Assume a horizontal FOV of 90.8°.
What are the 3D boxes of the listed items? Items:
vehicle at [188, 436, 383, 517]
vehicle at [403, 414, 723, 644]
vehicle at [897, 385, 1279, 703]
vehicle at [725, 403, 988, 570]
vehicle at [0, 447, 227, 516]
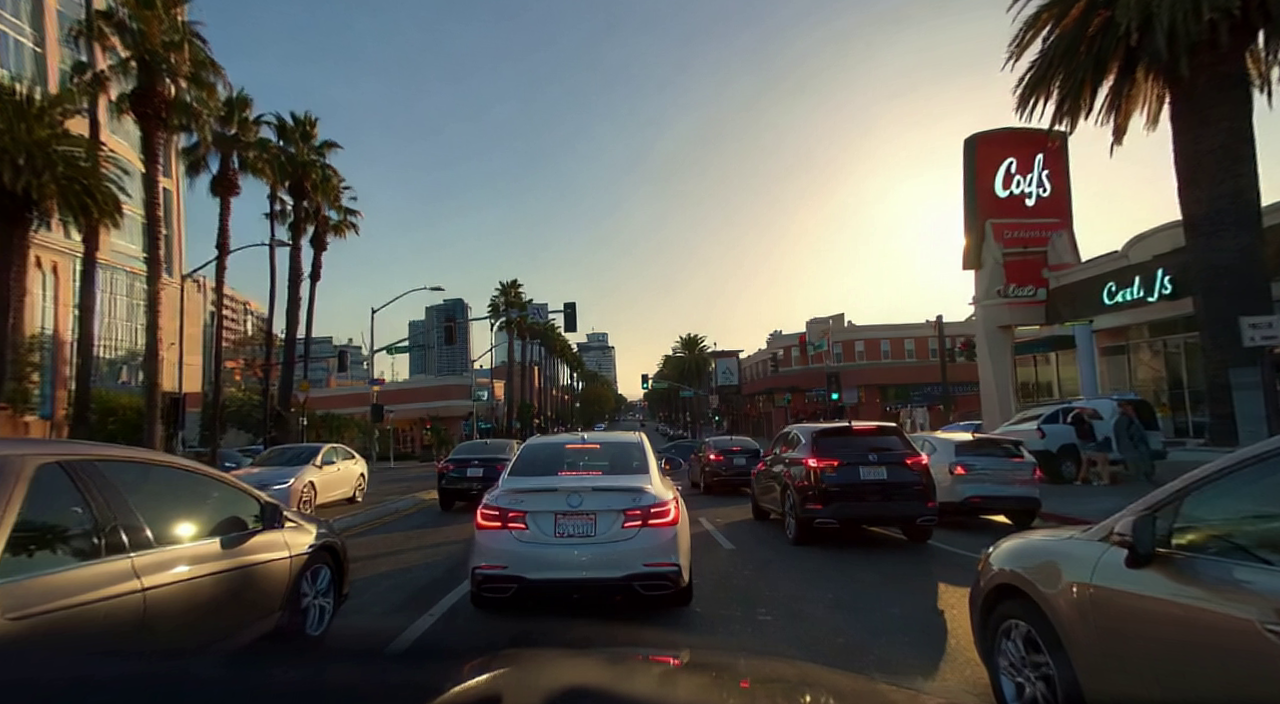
[{"bbox_3d":[-7.574,2.671,14.096,1.945,1.494,4.252,0,-9,-1],"label":"vehicle"},{"bbox_3d":[-0.529,1.471,6.260,2.096,1.492,4.071,0,-9,-1],"label":"vehicle"},{"bbox_3d":[2.619,0.816,1.514,2.085,1.469,4.458,0,-9,0],"label":"vehicle"},{"bbox_3d":[2.637,1.781,9.094,2.096,1.775,4.440,0,-9,-1],"label":"vehicle"},{"bbox_3d":[-12.872,3.137,15.934,1.870,1.475,4.531,0,-9,-1],"label":"vehicle"}]
